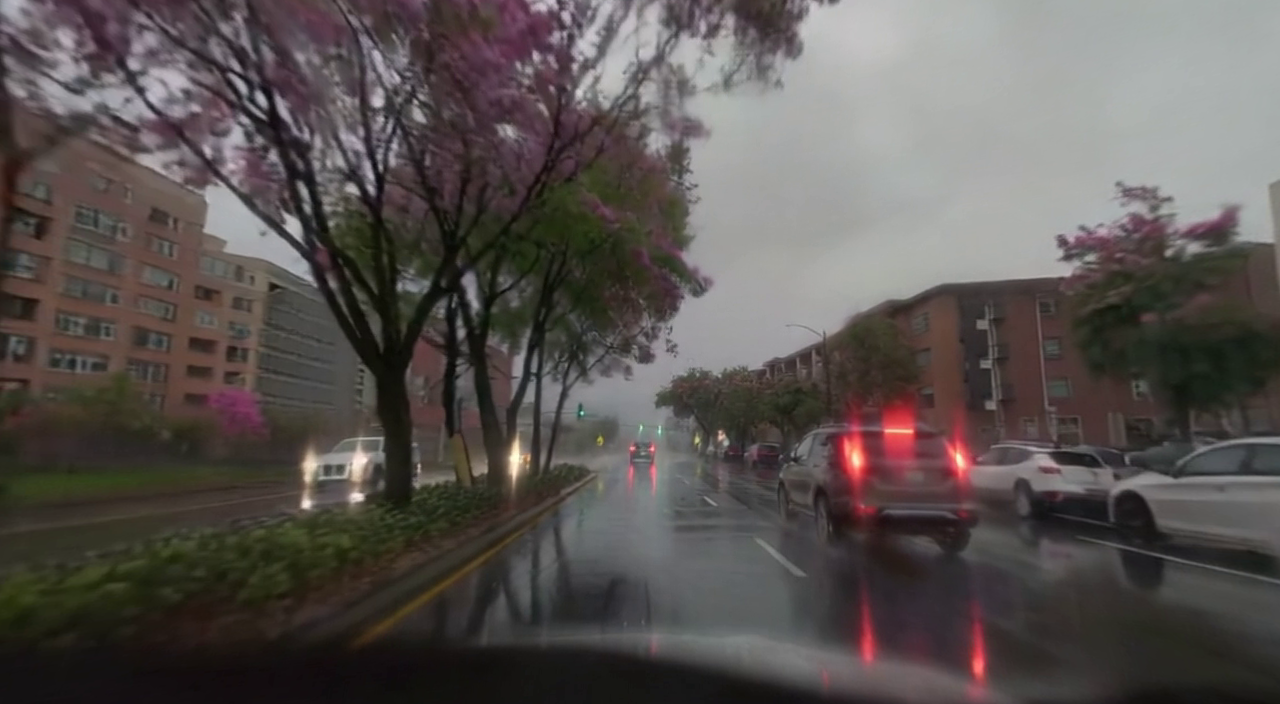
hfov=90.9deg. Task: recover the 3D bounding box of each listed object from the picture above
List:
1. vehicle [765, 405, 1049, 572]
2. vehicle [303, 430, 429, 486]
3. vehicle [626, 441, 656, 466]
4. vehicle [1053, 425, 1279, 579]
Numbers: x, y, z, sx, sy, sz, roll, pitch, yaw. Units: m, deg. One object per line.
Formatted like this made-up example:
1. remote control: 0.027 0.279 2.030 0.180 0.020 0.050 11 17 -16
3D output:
1. vehicle: 3.280 1.785 9.009 2.071 1.747 4.549 0 -8 0
2. vehicle: -10.300 4.061 24.430 2.502 1.881 5.953 0 -9 -3
3. vehicle: 0.137 7.889 49.078 2.244 1.813 4.129 0 -8 1
4. vehicle: 7.577 1.700 7.562 2.011 1.566 4.722 0 -8 0
